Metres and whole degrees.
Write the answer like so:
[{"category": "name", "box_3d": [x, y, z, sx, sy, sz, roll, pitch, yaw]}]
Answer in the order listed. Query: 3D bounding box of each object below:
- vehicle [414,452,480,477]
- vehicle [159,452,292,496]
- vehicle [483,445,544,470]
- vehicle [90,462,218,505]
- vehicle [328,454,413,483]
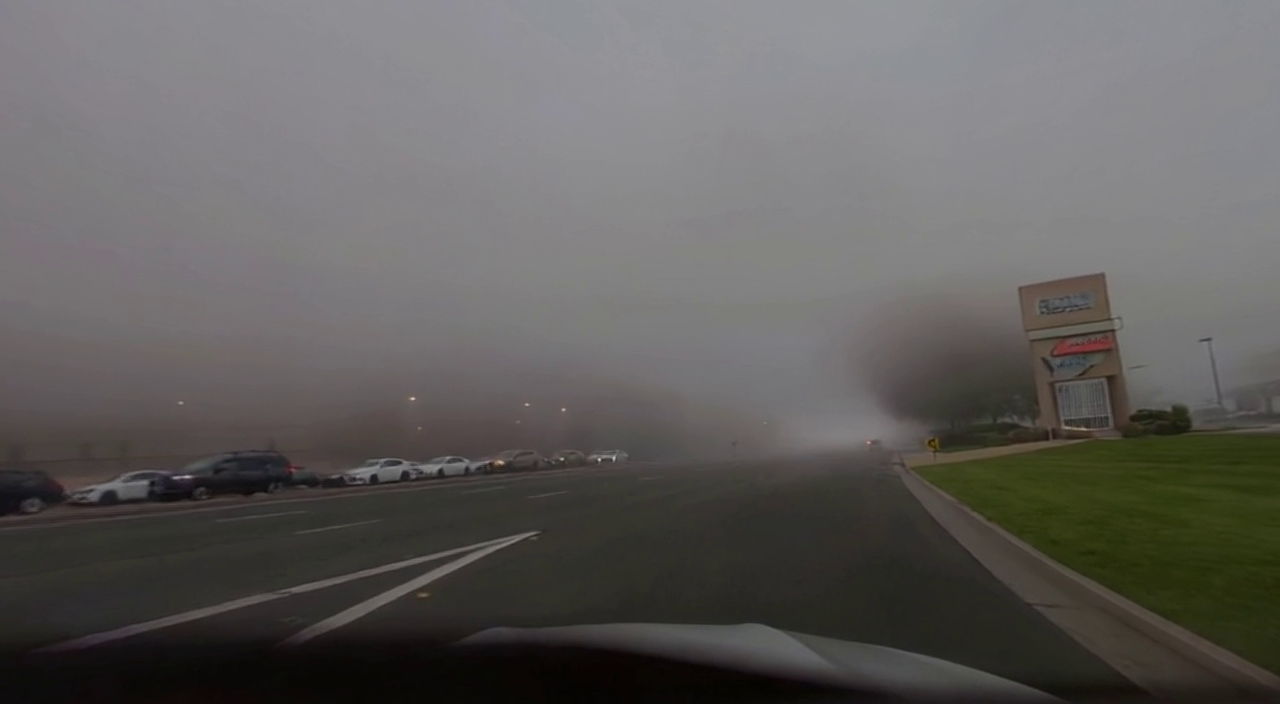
[{"category": "vehicle", "box_3d": [-12.934, 7.527, 42.383, 1.851, 1.450, 4.396, -10, -12, 21]}, {"category": "vehicle", "box_3d": [-18.772, 5.509, 28.811, 1.969, 1.758, 4.662, -4, -9, 22]}, {"category": "vehicle", "box_3d": [-9.840, 8.339, 49.510, 1.967, 1.683, 5.223, -10, -13, 22]}, {"category": "vehicle", "box_3d": [-24.632, 6.624, 32.164, 2.123, 1.897, 4.580, -4, -9, 21]}, {"category": "vehicle", "box_3d": [-15.368, 6.651, 36.192, 1.832, 1.473, 4.377, -4, -9, 23]}]
